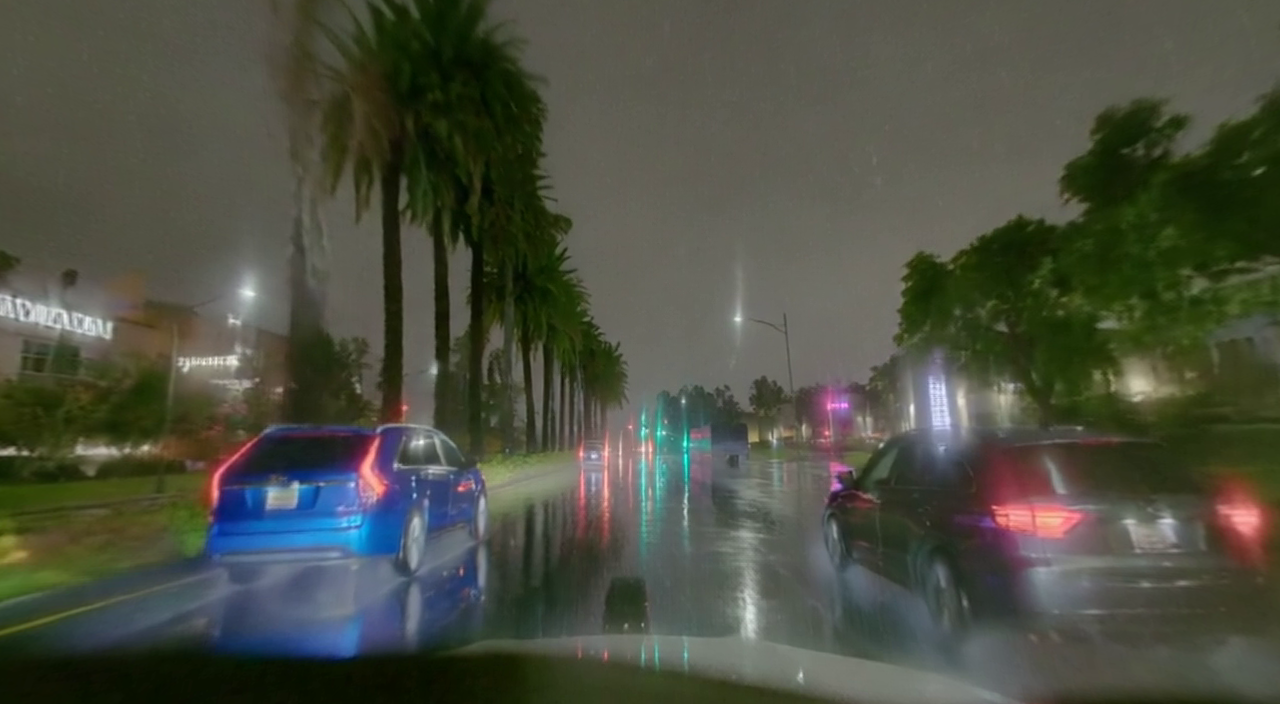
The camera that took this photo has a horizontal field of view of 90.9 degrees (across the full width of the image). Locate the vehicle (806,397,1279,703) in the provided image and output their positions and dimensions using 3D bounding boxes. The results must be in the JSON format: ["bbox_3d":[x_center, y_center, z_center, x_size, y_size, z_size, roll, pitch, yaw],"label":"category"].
[{"bbox_3d":[2.885,1.277,5.055,1.946,1.513,4.133,0,-8,0],"label":"vehicle"}]

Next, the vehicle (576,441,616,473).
[{"bbox_3d":[-2.535,6.188,37.504,1.998,1.743,4.402,-1,-8,1],"label":"vehicle"}]

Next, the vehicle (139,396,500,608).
[{"bbox_3d":[-3.256,1.618,7.701,2.058,1.804,4.391,0,-8,0],"label":"vehicle"}]
